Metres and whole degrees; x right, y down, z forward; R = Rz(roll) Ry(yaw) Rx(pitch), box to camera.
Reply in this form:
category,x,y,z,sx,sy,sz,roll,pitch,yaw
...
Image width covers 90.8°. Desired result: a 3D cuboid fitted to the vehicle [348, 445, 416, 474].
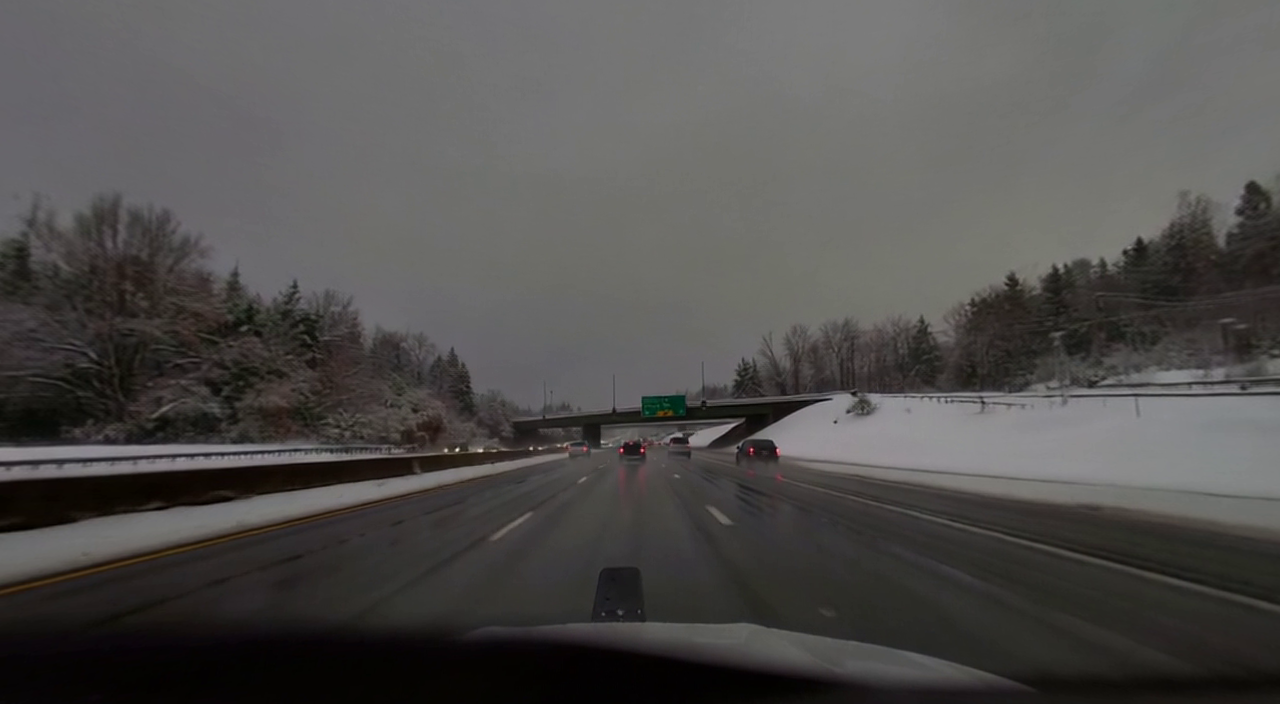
category,x,y,z,sx,sy,sz,roll,pitch,yaw
vehicle,-14.041,5.838,34.631,1.832,1.464,4.390,0,-9,0

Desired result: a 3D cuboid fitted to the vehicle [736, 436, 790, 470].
category,x,y,z,sx,sy,sz,roll,pitch,yaw
vehicle,6.307,5.239,32.855,1.936,1.625,3.991,0,-8,-1

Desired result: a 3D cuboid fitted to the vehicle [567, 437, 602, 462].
category,x,y,z,sx,sy,sz,roll,pitch,yaw
vehicle,-4.019,7.137,46.285,2.113,1.756,4.471,0,-8,1

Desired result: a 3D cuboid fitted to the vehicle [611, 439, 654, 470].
category,x,y,z,sx,sy,sz,roll,pitch,yaw
vehicle,-0.358,5.247,32.455,2.075,1.486,4.007,0,-8,0
